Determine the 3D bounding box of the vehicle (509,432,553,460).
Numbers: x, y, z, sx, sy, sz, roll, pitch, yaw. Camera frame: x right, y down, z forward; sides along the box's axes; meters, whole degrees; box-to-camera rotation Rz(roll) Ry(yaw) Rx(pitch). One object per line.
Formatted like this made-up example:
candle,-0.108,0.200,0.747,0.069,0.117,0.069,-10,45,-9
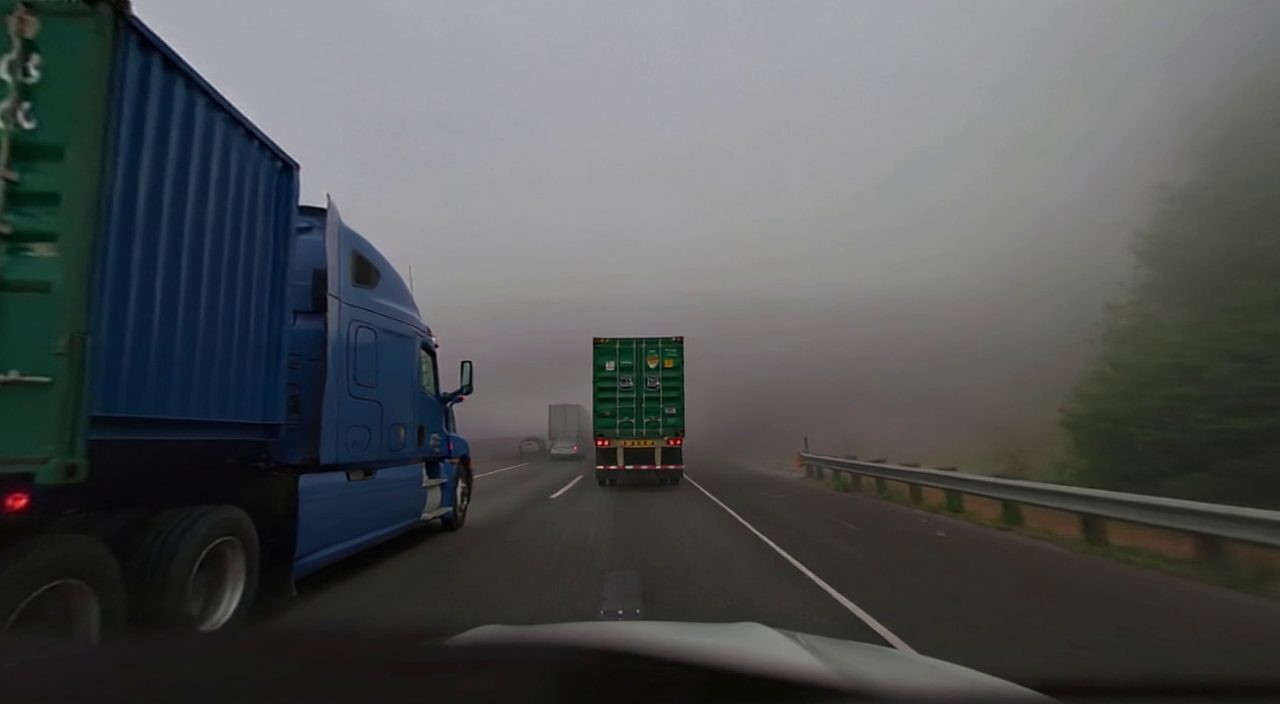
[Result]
vehicle,-7.213,6.264,42.238,2.163,1.772,4.244,0,-9,0

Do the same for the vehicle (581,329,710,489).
vehicle,0.062,2.021,20.502,3.357,4.212,7.519,0,-9,-1

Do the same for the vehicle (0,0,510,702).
vehicle,-3.740,0.290,6.846,3.187,3.949,6.963,0,-9,0
